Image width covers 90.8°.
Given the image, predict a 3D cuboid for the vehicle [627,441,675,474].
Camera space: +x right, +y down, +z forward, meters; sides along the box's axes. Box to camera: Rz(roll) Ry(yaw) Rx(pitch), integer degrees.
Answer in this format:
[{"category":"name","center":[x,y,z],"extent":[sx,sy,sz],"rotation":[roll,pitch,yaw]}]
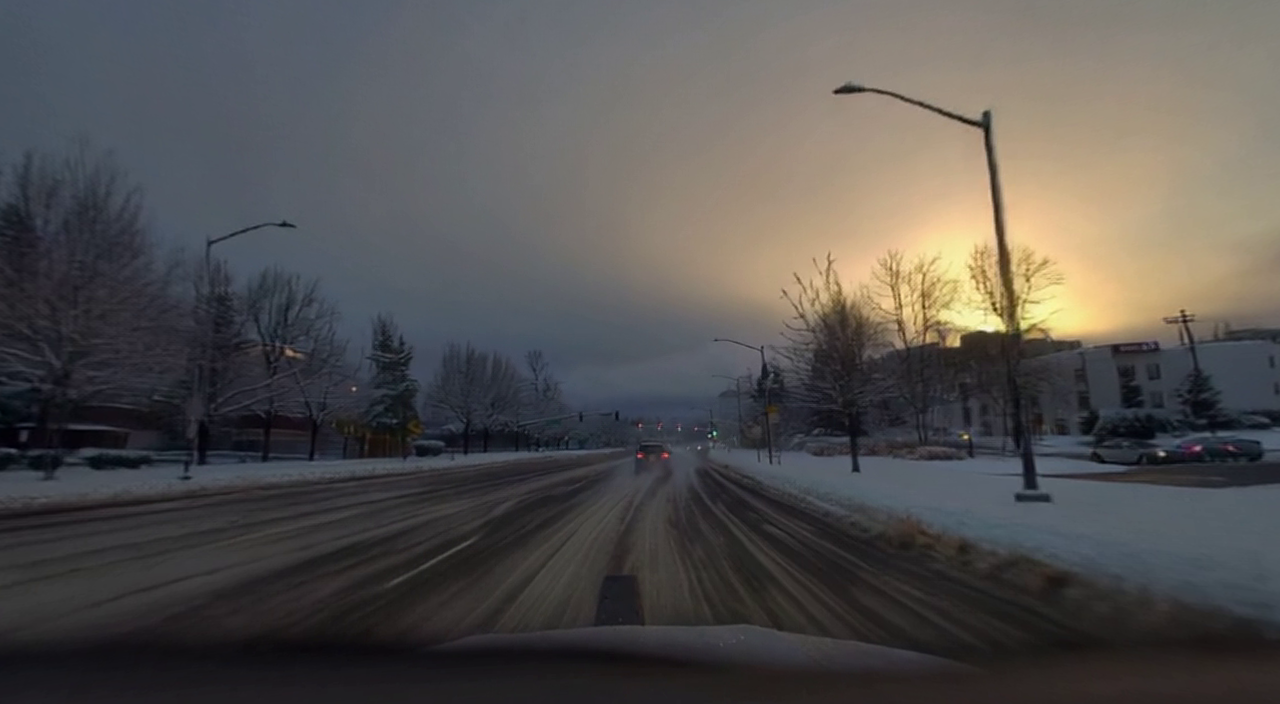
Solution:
[{"category":"vehicle","center":[0.576,5.075,30.750],"extent":[2.133,1.481,4.276],"rotation":[0,-8,2]}]

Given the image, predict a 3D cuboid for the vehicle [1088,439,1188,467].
[{"category":"vehicle","center":[28.346,5.761,36.157],"extent":[1.839,1.470,4.548],"rotation":[1,-8,-3]}]

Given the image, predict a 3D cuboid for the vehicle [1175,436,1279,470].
[{"category":"vehicle","center":[33.501,5.668,35.816],"extent":[1.984,1.750,4.798],"rotation":[0,-8,-2]}]
